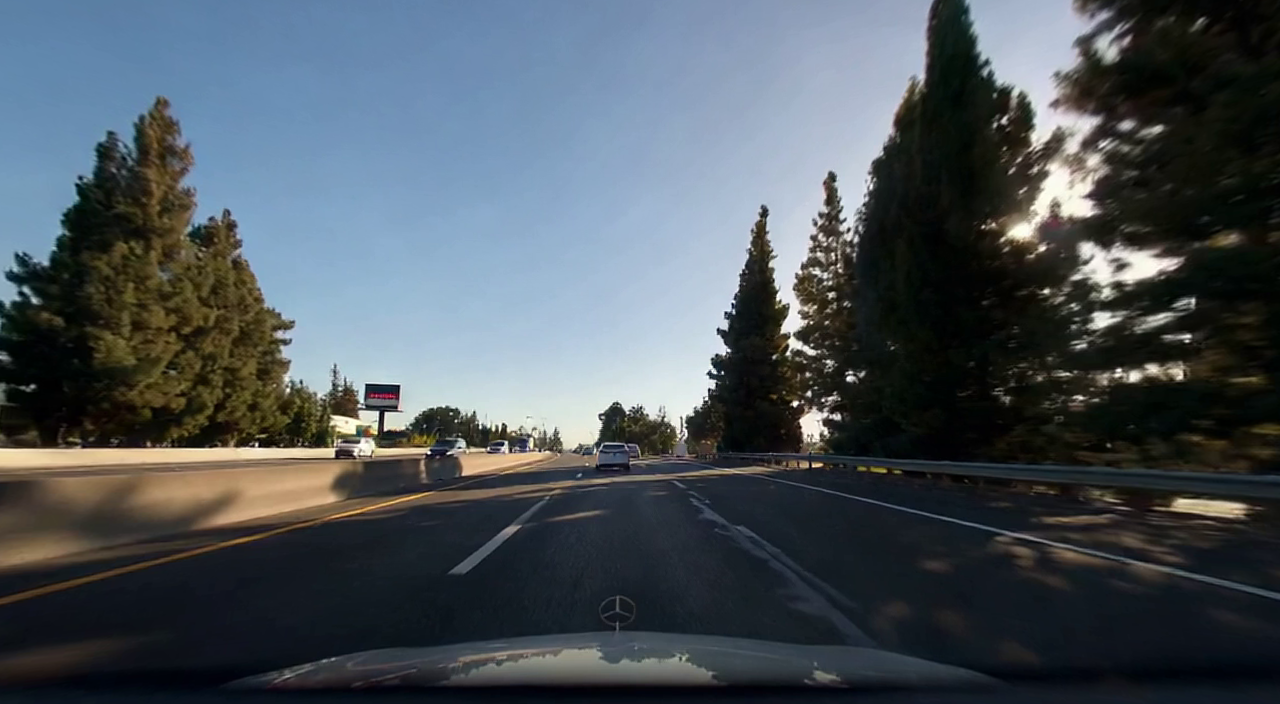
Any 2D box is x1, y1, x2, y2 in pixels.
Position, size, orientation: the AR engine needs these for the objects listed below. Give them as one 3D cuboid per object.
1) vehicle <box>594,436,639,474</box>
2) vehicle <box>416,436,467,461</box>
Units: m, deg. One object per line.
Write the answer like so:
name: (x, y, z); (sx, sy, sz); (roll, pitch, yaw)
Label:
vehicle: (-1.277, 5.385, 33.242); (2.155, 1.856, 4.796); (0, -9, -3)
vehicle: (-13.215, 6.499, 42.394); (2.126, 1.572, 4.415); (0, -9, -2)
